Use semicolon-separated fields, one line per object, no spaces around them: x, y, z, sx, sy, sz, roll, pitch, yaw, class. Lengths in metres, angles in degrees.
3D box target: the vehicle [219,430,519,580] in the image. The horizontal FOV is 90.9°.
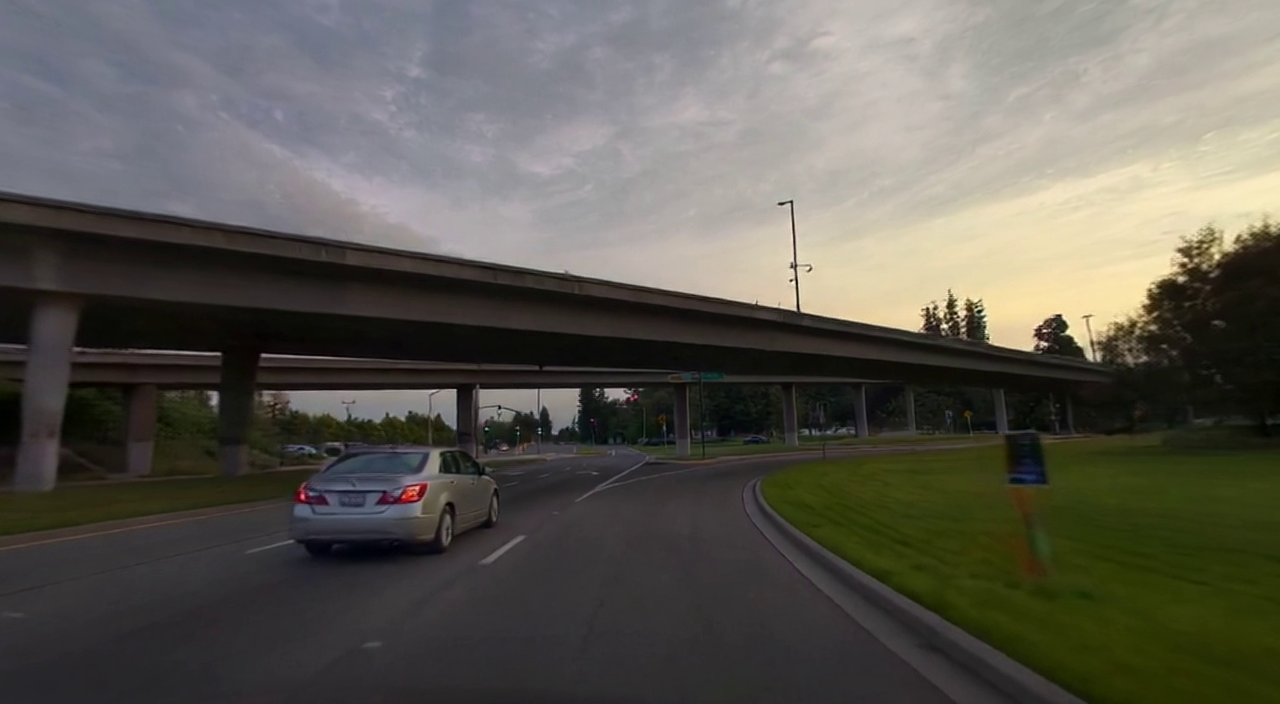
-3.146;1.884;8.618;1.963;1.460;4.614;0;-9;1;vehicle
